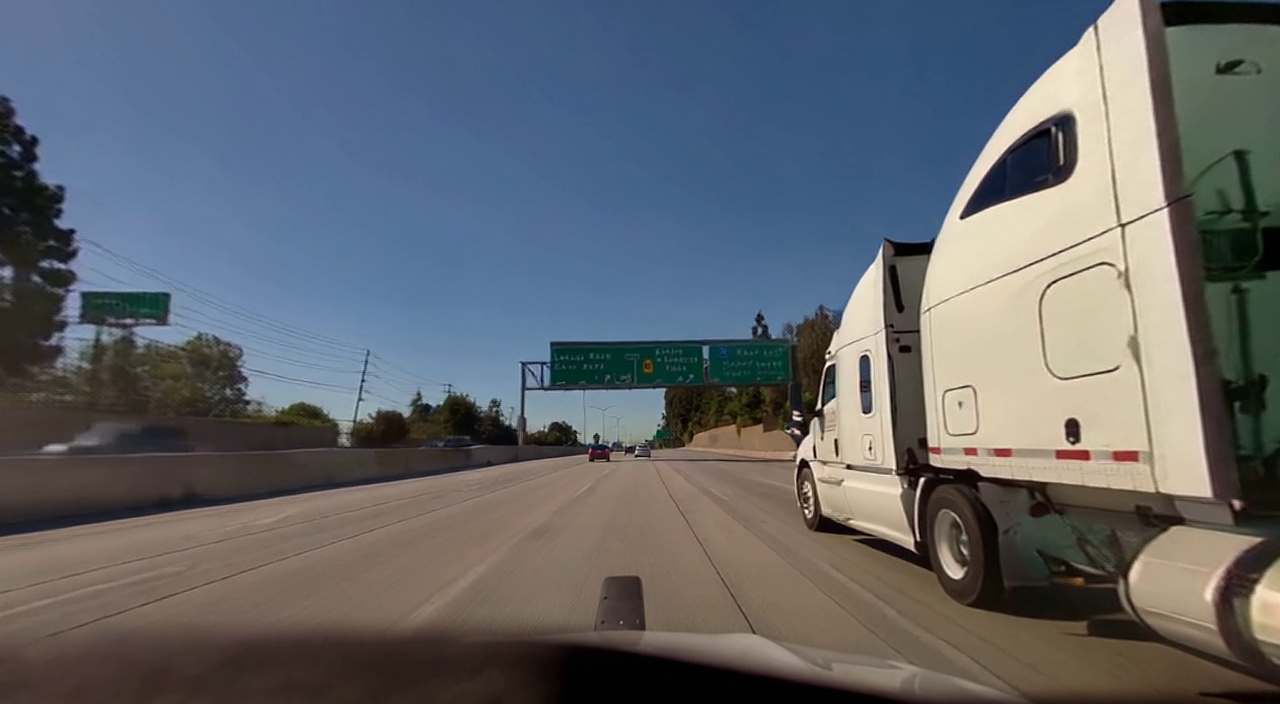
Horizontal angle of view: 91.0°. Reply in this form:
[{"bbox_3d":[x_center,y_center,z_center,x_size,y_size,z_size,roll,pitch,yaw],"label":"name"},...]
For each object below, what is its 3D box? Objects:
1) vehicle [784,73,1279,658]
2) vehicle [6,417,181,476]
[{"bbox_3d":[4.047,0.494,7.915,3.042,4.037,7.253,0,-8,3],"label":"vehicle"},{"bbox_3d":[-14.526,2.543,17.024,1.553,1.422,3.461,0,-8,1],"label":"vehicle"}]
